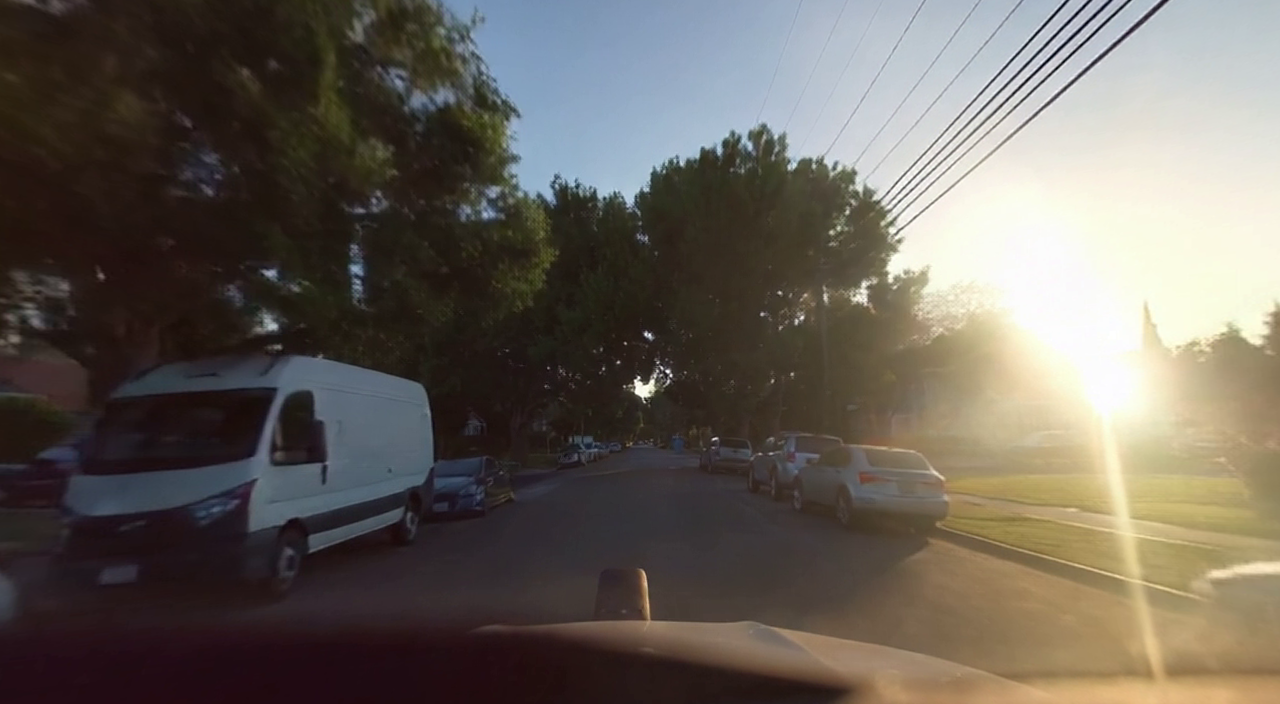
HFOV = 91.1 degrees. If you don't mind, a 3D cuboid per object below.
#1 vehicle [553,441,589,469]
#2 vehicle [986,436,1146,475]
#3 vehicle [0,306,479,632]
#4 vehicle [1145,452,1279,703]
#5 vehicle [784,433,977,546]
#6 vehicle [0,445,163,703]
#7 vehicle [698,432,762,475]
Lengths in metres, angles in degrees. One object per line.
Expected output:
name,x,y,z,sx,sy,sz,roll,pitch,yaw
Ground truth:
vehicle,-4.408,6.633,40.701,1.870,1.562,4.212,-3,-8,-2
vehicle,16.524,4.033,24.586,4.700,1.440,2.058,0,-8,3
vehicle,-4.347,1.419,8.307,2.470,2.613,5.989,-4,-9,4
vehicle,4.110,1.031,1.749,1.846,1.351,4.272,3,-8,-1
vehicle,4.056,2.338,11.486,1.839,1.520,4.498,3,-8,1
vehicle,-4.849,1.213,2.497,2.023,1.568,4.942,-3,-9,1
vehicle,4.186,4.851,30.225,2.215,1.897,5.131,0,-8,-1
